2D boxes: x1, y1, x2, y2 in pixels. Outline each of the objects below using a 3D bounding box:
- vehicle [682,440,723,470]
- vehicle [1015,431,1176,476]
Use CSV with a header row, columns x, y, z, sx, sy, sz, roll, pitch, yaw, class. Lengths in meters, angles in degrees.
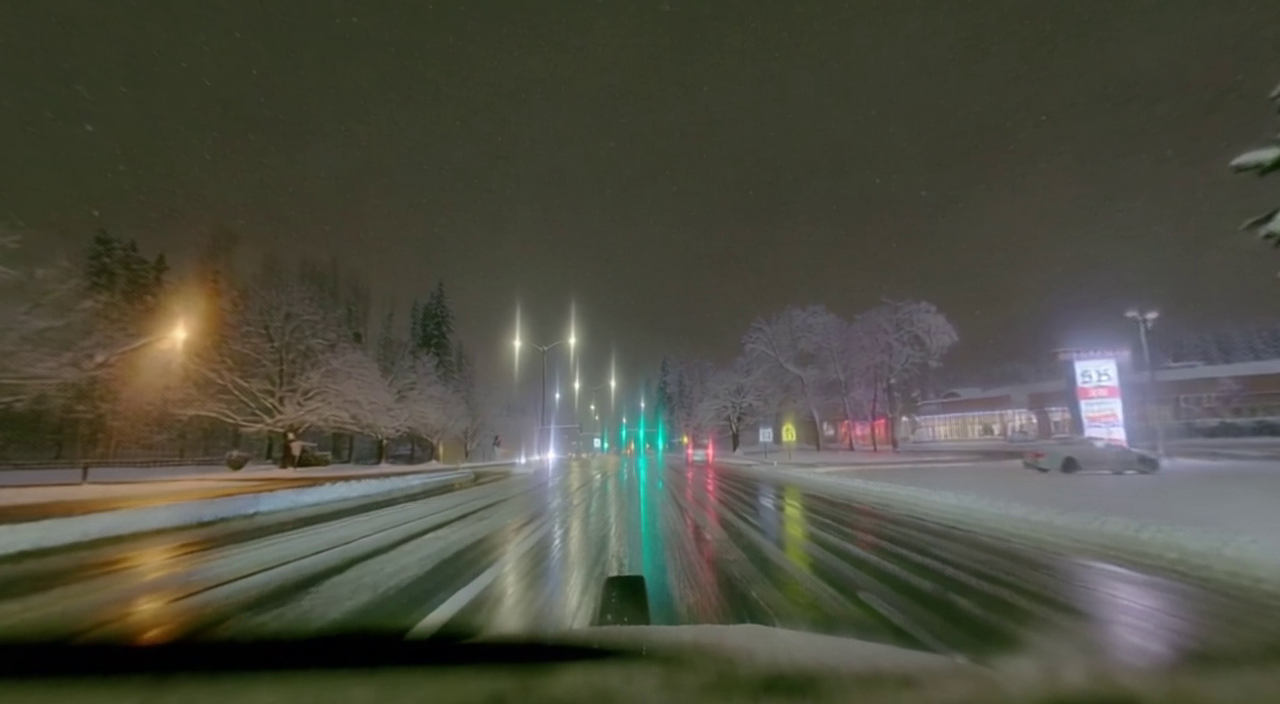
x,y,z,sx,sy,sz,roll,pitch,yaw,class
3.801,6.354,39.091,2.007,1.683,4.171,0,-8,-1,vehicle
16.787,3.752,23.429,4.233,1.562,2.143,0,-8,1,vehicle
